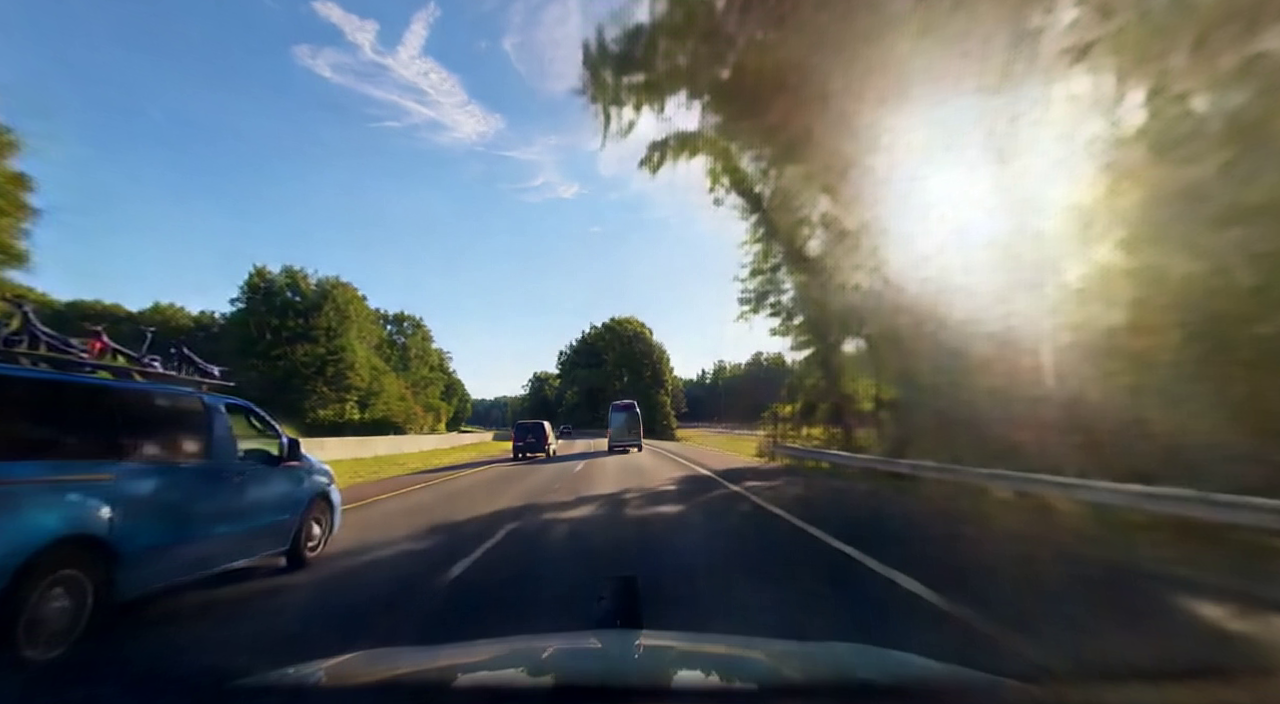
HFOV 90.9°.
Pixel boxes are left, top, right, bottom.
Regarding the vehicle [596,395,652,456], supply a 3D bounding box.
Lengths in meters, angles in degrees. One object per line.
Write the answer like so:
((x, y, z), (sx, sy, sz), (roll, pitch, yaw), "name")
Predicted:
((-0.885, 3.969, 33.562), (2.647, 2.896, 6.480), (0, -8, -2), "vehicle")

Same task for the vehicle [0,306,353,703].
((-3.704, 0.812, 3.501), (2.069, 1.751, 4.720), (0, -8, -1), "vehicle")

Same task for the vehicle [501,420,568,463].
((-4.307, 3.751, 26.454), (2.110, 1.636, 4.453), (0, -8, -1), "vehicle")
